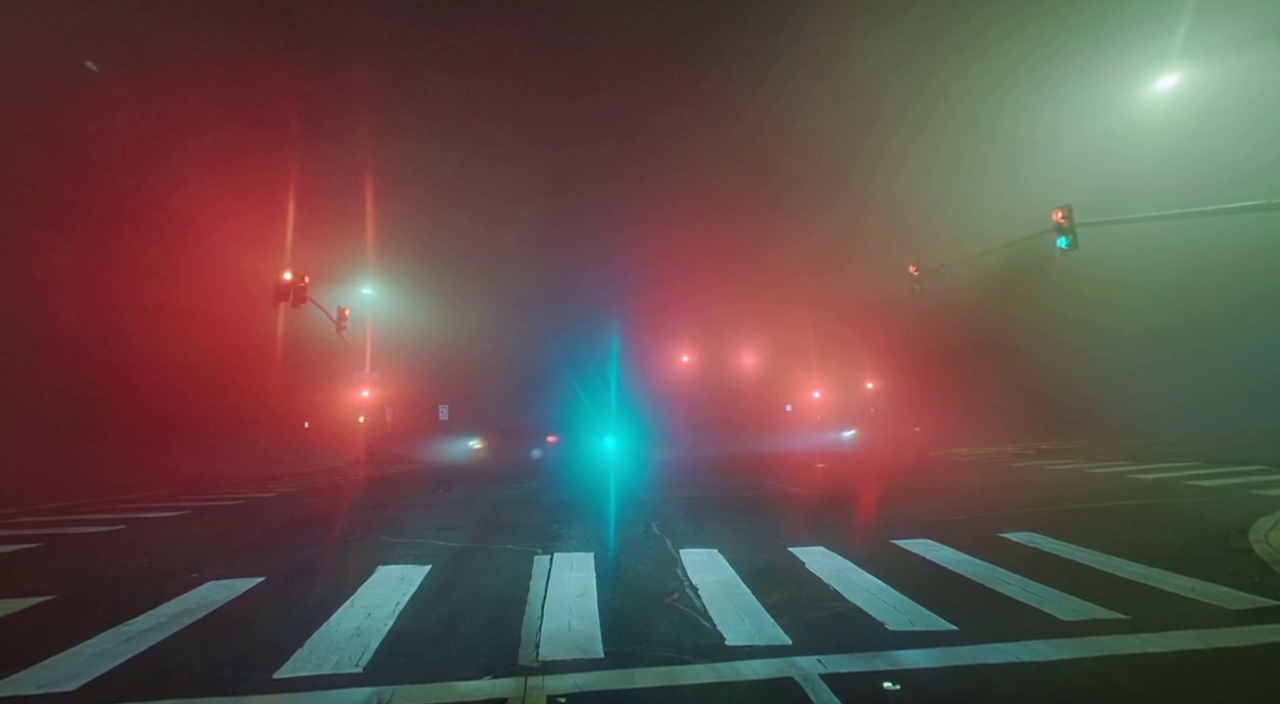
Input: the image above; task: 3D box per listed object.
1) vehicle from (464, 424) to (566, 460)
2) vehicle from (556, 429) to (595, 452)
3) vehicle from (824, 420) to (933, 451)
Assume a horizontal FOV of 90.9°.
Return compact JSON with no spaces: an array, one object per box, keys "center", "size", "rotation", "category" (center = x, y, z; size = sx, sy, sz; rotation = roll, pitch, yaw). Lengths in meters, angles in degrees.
[{"center":[-5.587,4.113,28.729],"size":[4.407,1.569,1.859],"rotation":[1,-9,-7],"category":"vehicle"},{"center":[-4.389,6.169,43.784],"size":[1.919,1.467,4.086],"rotation":[-1,-9,5],"category":"vehicle"},{"center":[11.474,4.067,30.520],"size":[4.510,1.431,1.884],"rotation":[1,-9,-8],"category":"vehicle"}]
